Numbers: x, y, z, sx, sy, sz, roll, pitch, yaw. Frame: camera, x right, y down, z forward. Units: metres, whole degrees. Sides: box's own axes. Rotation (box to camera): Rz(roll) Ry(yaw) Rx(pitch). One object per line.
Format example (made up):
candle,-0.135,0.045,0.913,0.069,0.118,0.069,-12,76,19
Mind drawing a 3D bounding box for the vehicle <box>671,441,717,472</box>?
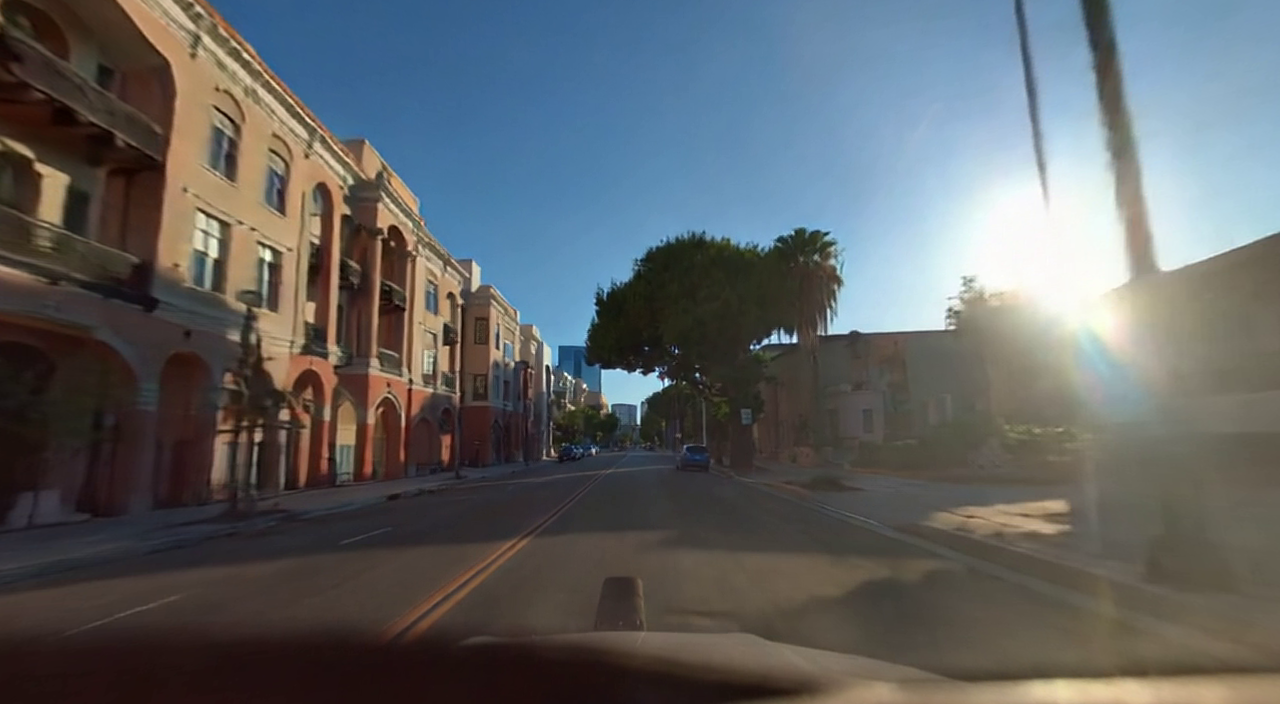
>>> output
vehicle,2.853,5.648,34.317,1.985,1.543,4.112,0,-8,-2
